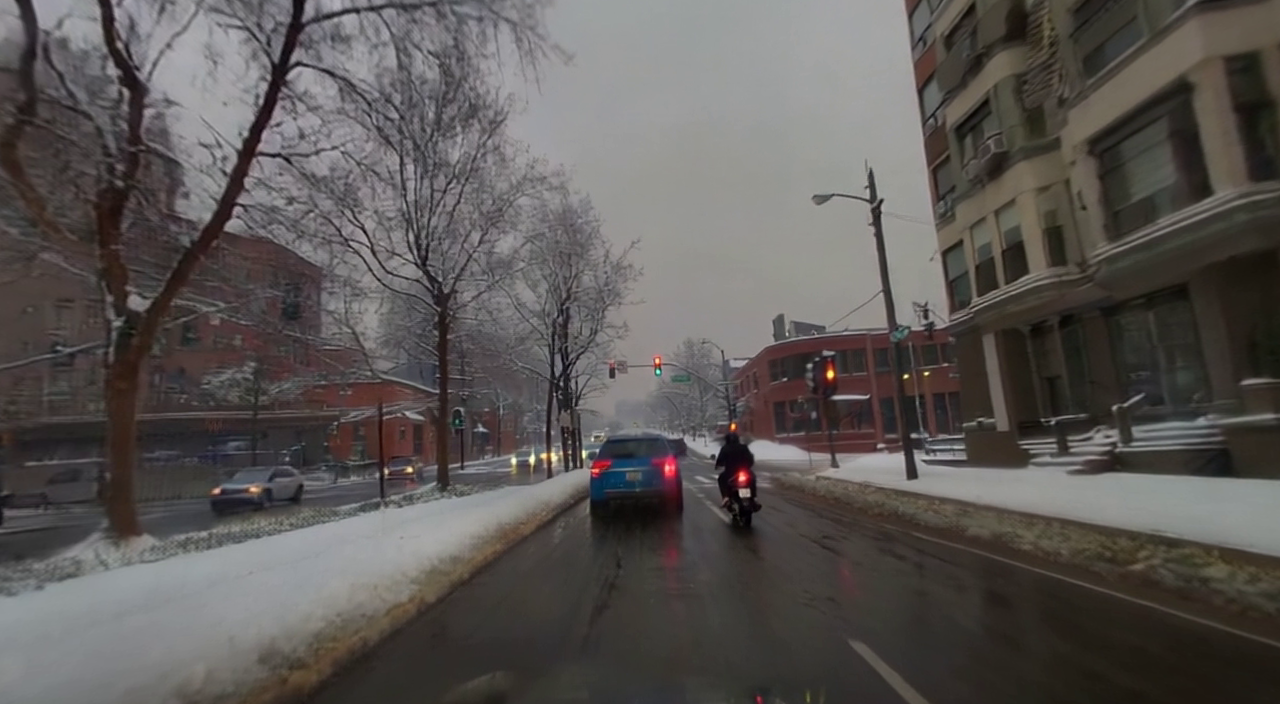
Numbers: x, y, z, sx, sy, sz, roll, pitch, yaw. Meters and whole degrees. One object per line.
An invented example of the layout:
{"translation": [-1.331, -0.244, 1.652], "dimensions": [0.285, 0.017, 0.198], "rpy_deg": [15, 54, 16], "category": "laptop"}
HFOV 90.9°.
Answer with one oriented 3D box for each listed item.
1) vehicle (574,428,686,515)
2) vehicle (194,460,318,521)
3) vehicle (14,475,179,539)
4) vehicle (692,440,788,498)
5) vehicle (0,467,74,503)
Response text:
{"translation": [-0.191, 2.736, 14.900], "dimensions": [2.265, 1.748, 4.130], "rpy_deg": [0, -9, 1], "category": "vehicle"}
{"translation": [-13.296, 4.761, 22.211], "dimensions": [1.871, 1.786, 4.386], "rpy_deg": [0, -9, -5], "category": "vehicle"}
{"translation": [-18.199, 5.157, 21.495], "dimensions": [2.032, 1.701, 4.475], "rpy_deg": [1, -9, -8], "category": "vehicle"}
{"translation": [2.826, 3.438, 18.899], "dimensions": [2.101, 1.507, 4.355], "rpy_deg": [0, -9, -1], "category": "vehicle"}
{"translation": [-32.607, 6.945, 33.001], "dimensions": [4.008, 1.720, 1.940], "rpy_deg": [0, -8, -1], "category": "vehicle"}
